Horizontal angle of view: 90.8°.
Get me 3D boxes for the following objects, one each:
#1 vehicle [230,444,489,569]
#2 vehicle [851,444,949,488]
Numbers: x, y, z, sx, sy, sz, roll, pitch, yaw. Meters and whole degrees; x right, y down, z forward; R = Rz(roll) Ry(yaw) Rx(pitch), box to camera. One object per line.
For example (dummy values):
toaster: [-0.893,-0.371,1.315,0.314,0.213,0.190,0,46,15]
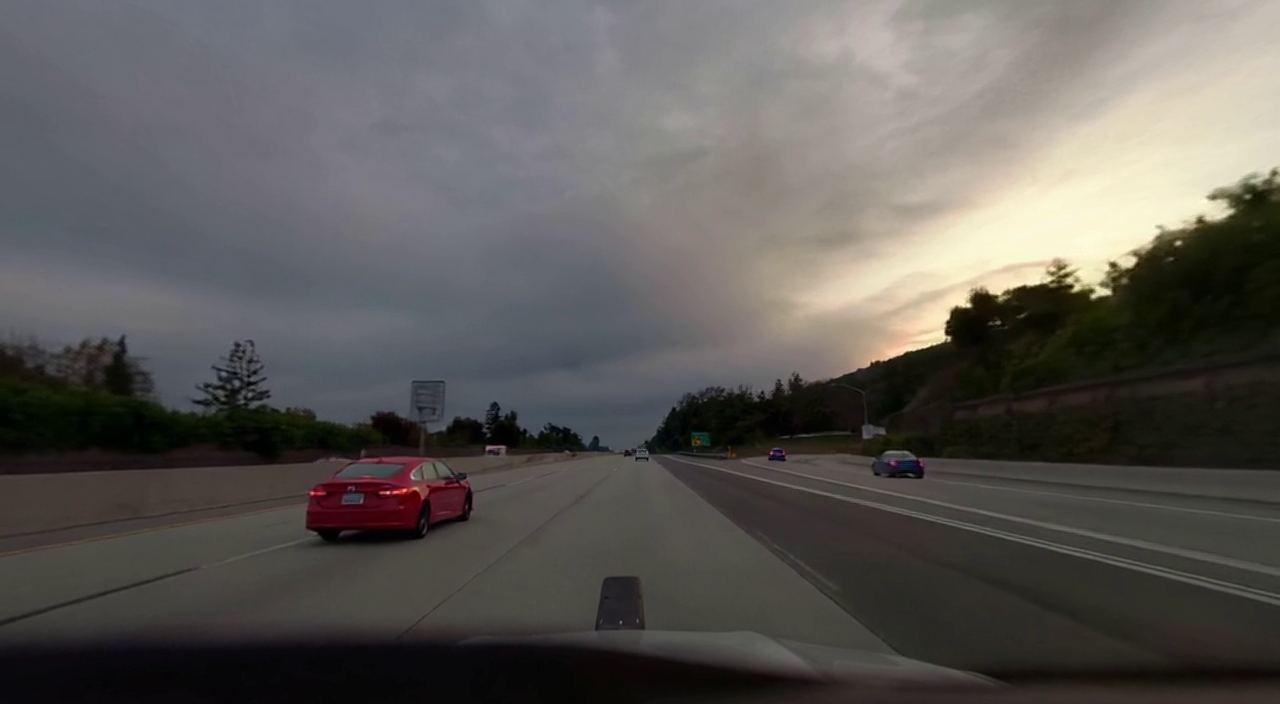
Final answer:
vehicle: [-3.853,2.191,9.752,1.873,1.438,4.546,0,-9,1]
vehicle: [9.752,4.320,24.137,1.884,1.485,4.600,-1,-9,2]
